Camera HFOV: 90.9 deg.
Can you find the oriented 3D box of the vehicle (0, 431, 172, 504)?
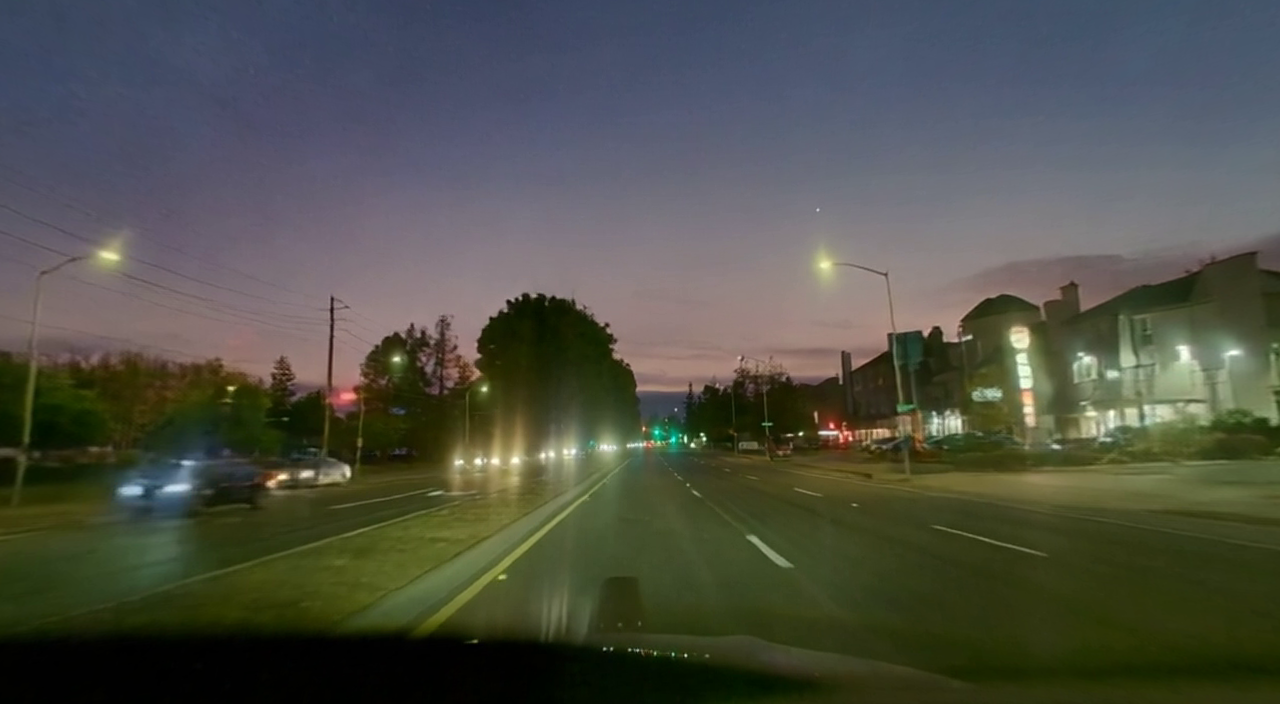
[{"bbox_3d":[-36.290,7.136,38.954,2.908,3.933,16.577,-3,-9,-3],"label":"vehicle"}]

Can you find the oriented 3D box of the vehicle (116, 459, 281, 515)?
[{"bbox_3d":[-13.592,4.133,19.847,1.858,1.454,4.524,-1,-9,1],"label":"vehicle"}]

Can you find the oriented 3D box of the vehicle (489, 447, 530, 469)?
[{"bbox_3d":[-9.636,7.827,46.811,1.942,1.468,4.708,0,-9,1],"label":"vehicle"}]

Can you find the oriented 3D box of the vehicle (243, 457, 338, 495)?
[{"bbox_3d":[-16.774,5.953,30.561,1.910,1.589,4.568,0,-9,1],"label":"vehicle"}]
